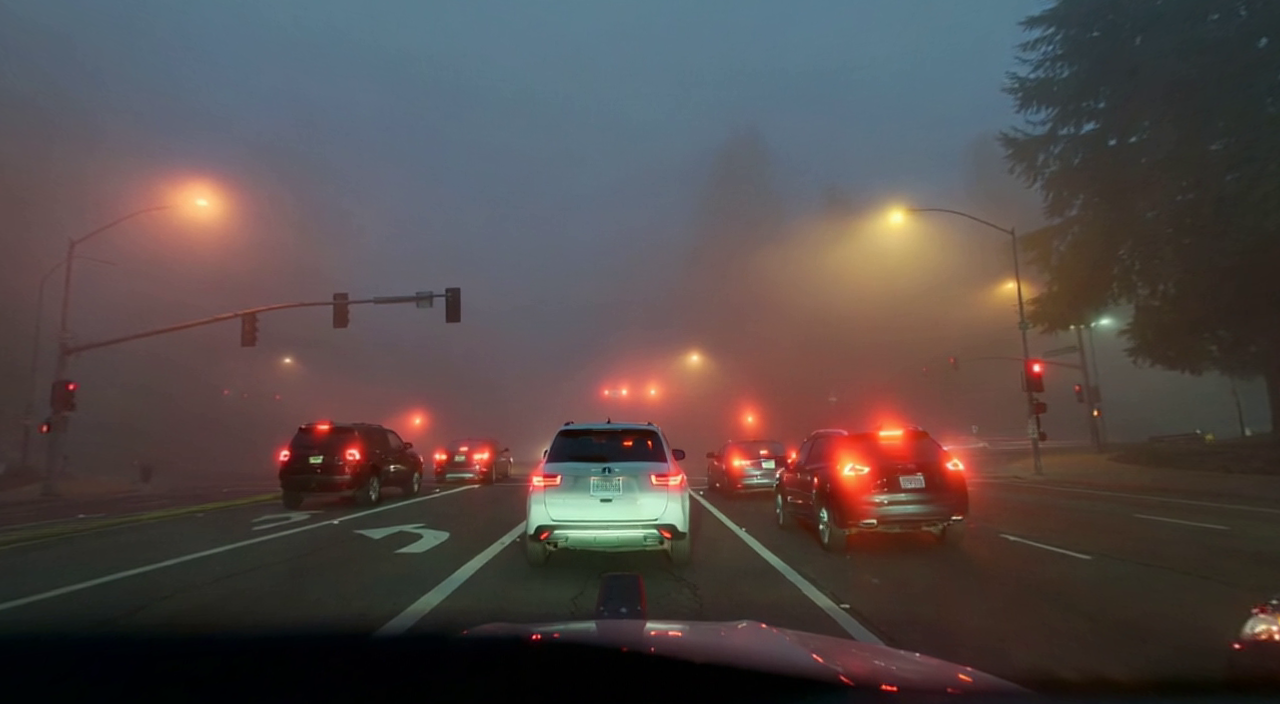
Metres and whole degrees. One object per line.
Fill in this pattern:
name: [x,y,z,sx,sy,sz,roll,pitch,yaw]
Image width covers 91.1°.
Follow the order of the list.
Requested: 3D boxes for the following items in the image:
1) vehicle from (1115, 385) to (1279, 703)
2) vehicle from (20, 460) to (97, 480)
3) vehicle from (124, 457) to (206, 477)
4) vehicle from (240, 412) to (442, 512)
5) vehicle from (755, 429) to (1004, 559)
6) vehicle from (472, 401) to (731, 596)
vehicle: [3.309,0.667,0.819,1.980,1.515,4.362,0,-9,1]
vehicle: [-45.688,9.268,49.389,4.232,1.498,1.791,0,-9,1]
vehicle: [-37.331,9.036,49.435,4.914,1.487,1.850,0,-9,0]
vehicle: [-6.728,2.551,14.995,2.214,1.953,5.017,0,-9,1]
vehicle: [3.159,1.969,9.485,1.971,1.473,4.495,0,-9,0]
vehicle: [-0.316,1.587,7.594,2.256,1.694,4.055,0,-9,0]
